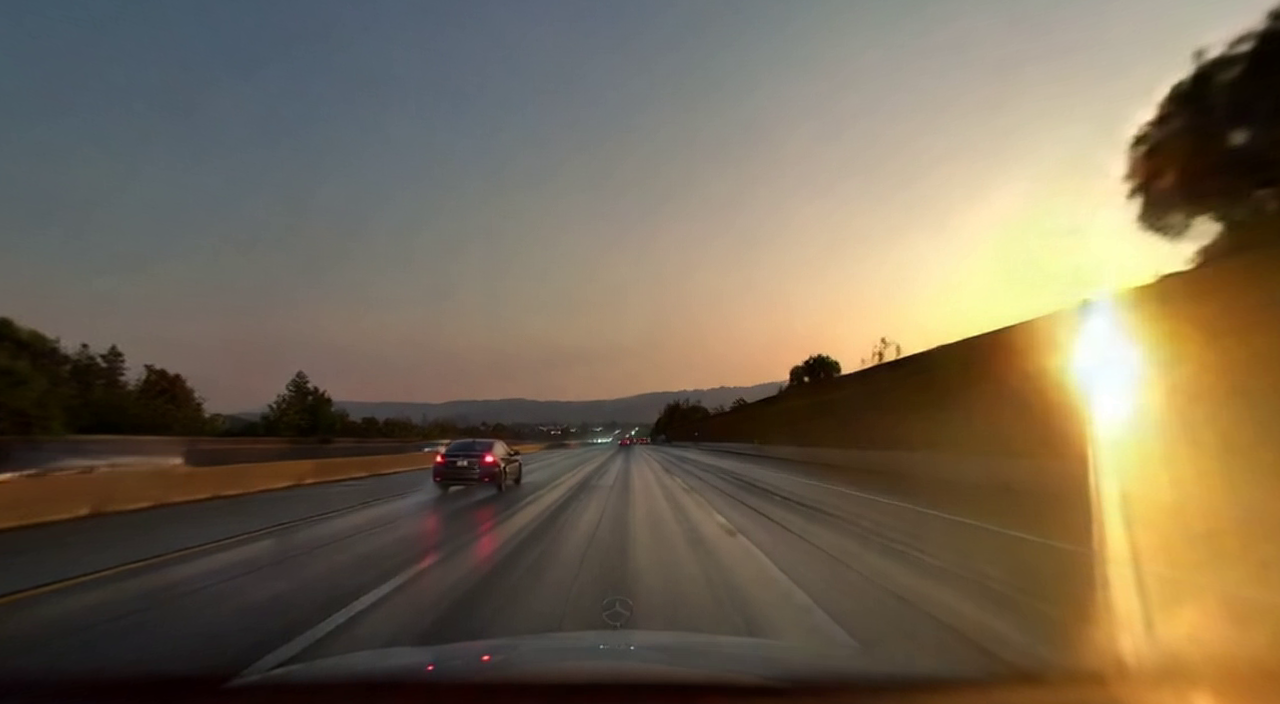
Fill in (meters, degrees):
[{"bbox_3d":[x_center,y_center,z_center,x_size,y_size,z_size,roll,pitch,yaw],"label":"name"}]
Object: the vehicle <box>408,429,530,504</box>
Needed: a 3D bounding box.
[{"bbox_3d":[-4.250,2.916,16.491,2.063,1.661,4.439,1,-8,-2],"label":"vehicle"}]
